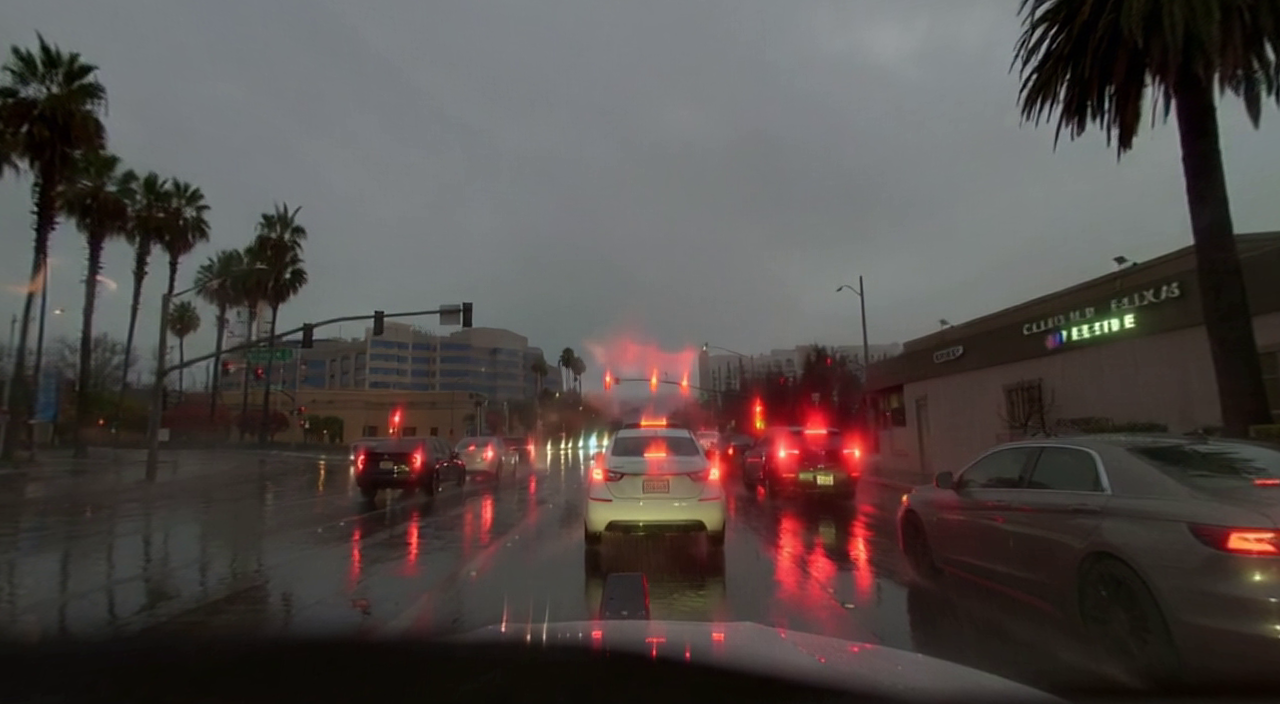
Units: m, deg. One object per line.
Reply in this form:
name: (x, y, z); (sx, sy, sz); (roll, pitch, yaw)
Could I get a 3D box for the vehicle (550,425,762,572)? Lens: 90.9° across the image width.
vehicle: (0.178, 1.785, 8.460); (2.140, 1.474, 4.026); (0, -8, 0)

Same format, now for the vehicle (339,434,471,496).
vehicle: (-6.251, 3.050, 17.382); (1.900, 1.487, 4.165); (0, -8, 2)

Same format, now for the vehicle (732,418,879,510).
vehicle: (3.497, 2.469, 14.305); (2.169, 1.751, 4.276); (0, -8, 0)

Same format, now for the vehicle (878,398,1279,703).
vehicle: (3.544, 1.222, 4.470); (1.910, 1.490, 4.661); (0, -8, 1)

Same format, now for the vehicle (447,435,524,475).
vehicle: (-6.049, 4.087, 25.212); (1.822, 1.456, 4.396); (-1, -8, 2)
